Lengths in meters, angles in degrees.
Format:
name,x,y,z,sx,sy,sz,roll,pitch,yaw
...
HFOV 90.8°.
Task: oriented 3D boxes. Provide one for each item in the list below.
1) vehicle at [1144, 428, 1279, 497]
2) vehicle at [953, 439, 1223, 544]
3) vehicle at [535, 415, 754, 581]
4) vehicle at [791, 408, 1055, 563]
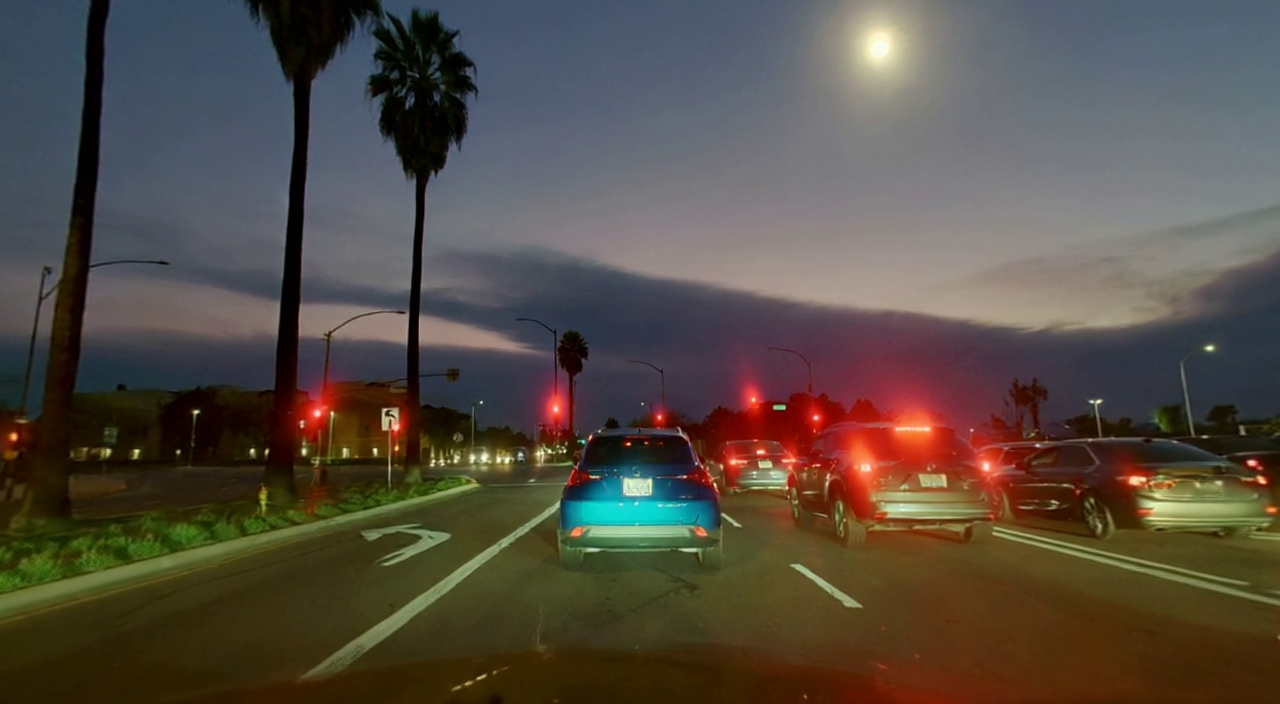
name,x,y,z,sx,sy,sz,roll,pitch,yaw
vehicle,18.062,3.202,18.476,4.786,1.848,2.107,0,-9,-1
vehicle,7.378,2.295,11.032,1.832,1.477,3.981,0,-9,1
vehicle,0.041,1.705,8.121,2.083,1.572,4.021,0,-9,0
vehicle,3.680,1.818,9.233,1.947,1.725,4.159,0,-9,1
